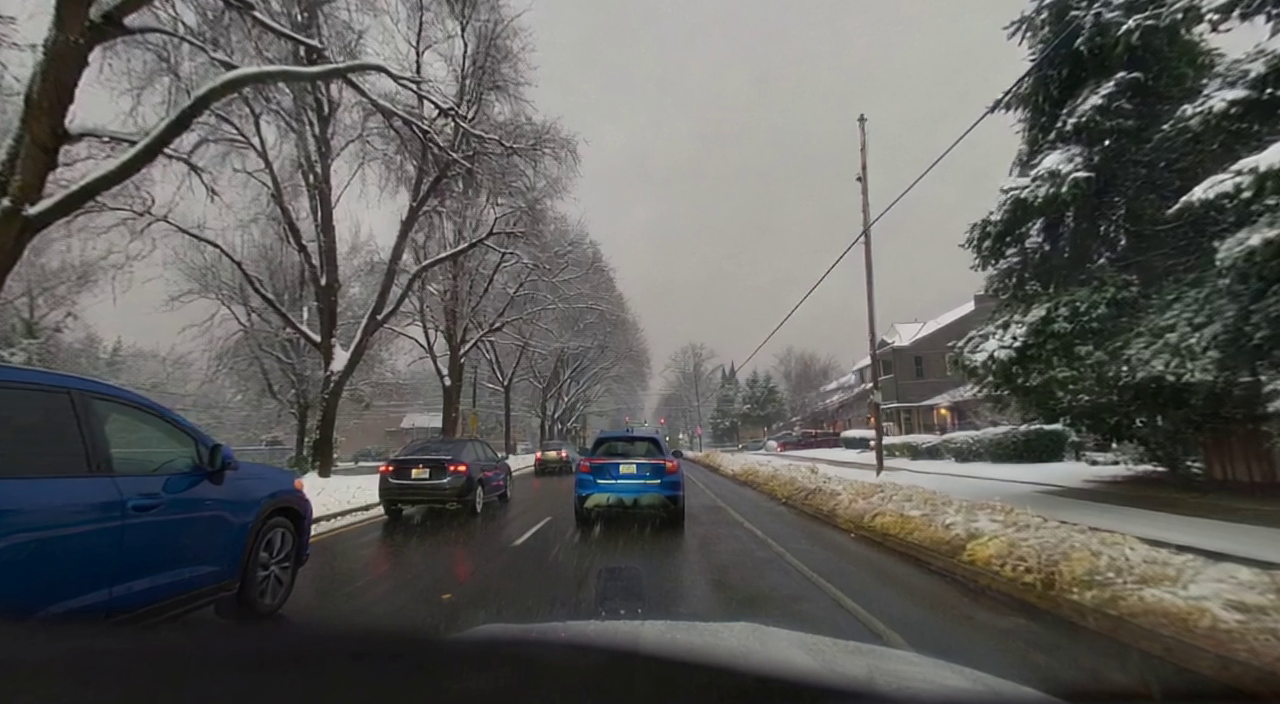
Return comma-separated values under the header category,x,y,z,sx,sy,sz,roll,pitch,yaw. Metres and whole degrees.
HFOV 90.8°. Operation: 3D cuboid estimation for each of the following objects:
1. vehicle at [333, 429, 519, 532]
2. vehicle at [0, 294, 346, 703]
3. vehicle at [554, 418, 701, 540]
category,x,y,z,sx,sy,sz,roll,pitch,yaw
vehicle,-3.671,2.265,11.731,2.066,1.565,3.905,0,-8,0
vehicle,-3.584,0.821,2.965,2.161,1.919,4.798,0,-8,-1
vehicle,-0.202,2.015,10.590,1.997,1.636,3.760,0,-8,-1
